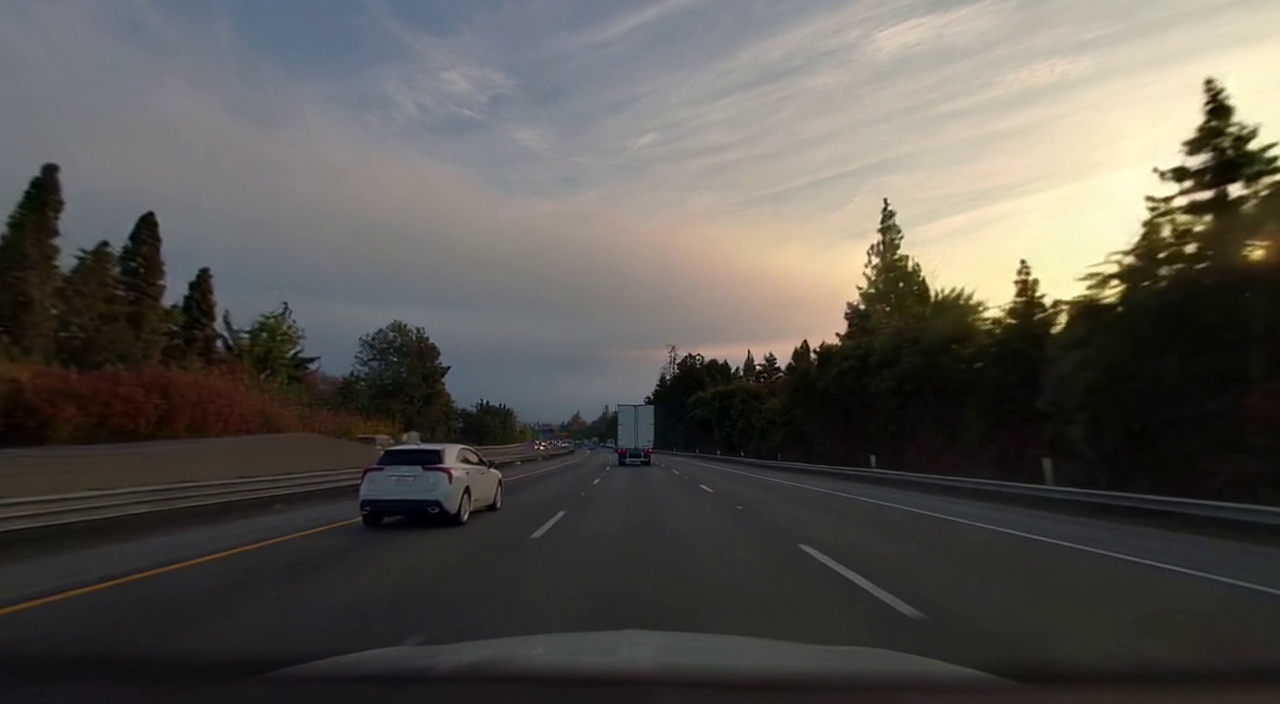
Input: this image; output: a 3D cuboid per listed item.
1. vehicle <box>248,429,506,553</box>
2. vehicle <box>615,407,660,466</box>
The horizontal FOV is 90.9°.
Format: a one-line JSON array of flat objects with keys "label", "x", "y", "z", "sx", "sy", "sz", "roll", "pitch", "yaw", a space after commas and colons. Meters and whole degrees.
[{"label": "vehicle", "x": -3.734, "y": 2.072, "z": 10.143, "sx": 2.080, "sy": 1.488, "sz": 4.781, "roll": 0, "pitch": -9, "yaw": 0}, {"label": "vehicle", "x": -0.357, "y": 6.479, "z": 47.520, "sx": 2.962, "sy": 3.953, "sz": 10.696, "roll": 0, "pitch": -9, "yaw": -2}]
